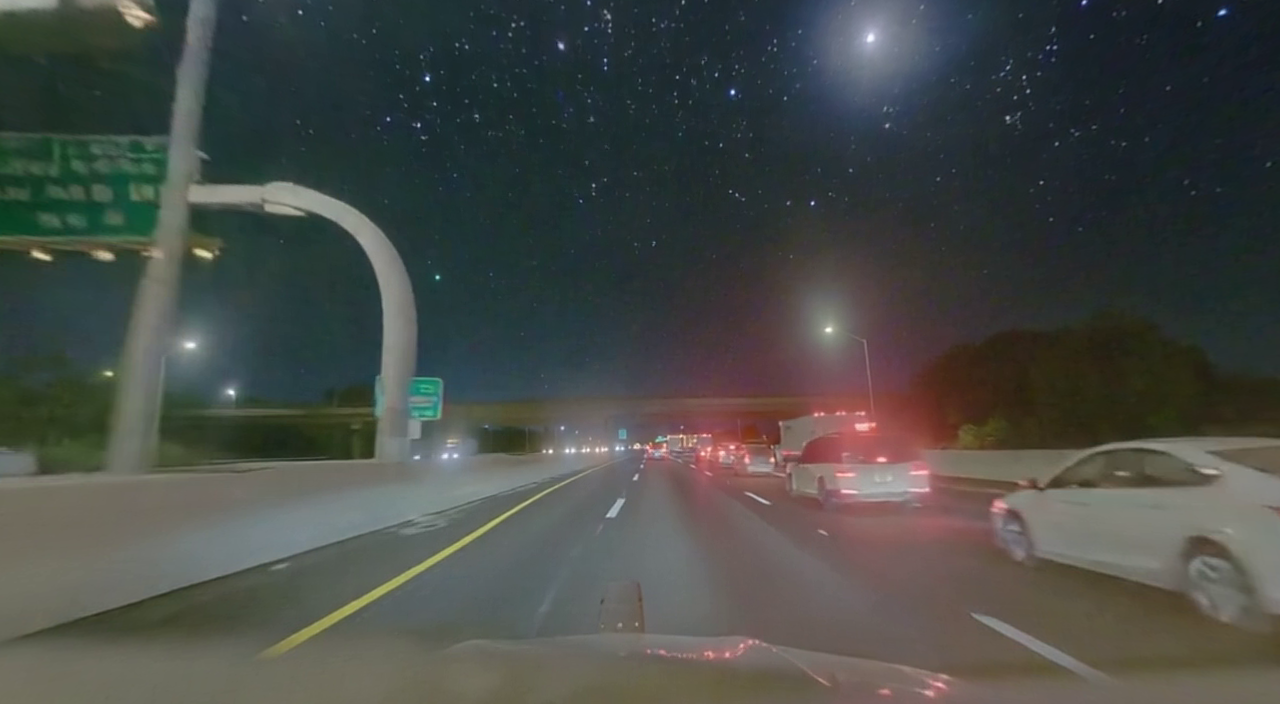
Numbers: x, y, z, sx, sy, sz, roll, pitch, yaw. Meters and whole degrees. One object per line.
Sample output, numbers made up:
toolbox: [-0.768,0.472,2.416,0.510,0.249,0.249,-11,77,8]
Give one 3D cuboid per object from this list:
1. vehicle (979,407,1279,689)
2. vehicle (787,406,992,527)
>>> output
vehicle: [4.451,1.121,3.886,2.065,1.487,4.972,0,-9,1]
vehicle: [4.656,2.247,12.869,2.191,1.963,5.001,0,-9,1]
